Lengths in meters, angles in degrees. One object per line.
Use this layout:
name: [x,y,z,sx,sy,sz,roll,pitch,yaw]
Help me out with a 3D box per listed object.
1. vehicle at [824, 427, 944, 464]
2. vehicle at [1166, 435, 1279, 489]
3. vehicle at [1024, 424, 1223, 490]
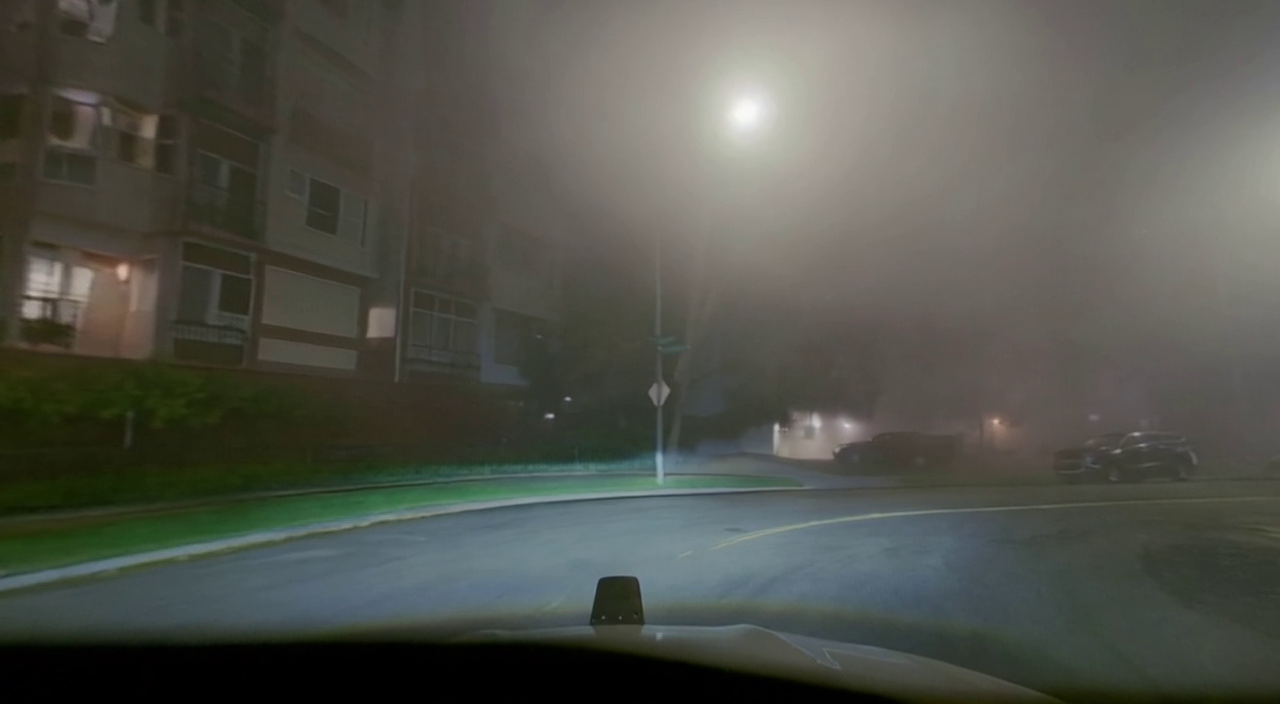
vehicle: [10.200,3.904,26.422,4.714,1.458,1.812,4,-9,-24]
vehicle: [19.067,3.320,19.362,4.696,1.478,1.902,1,-9,-13]
vehicle: [14.009,3.025,18.423,4.584,1.744,1.946,2,-9,-12]
